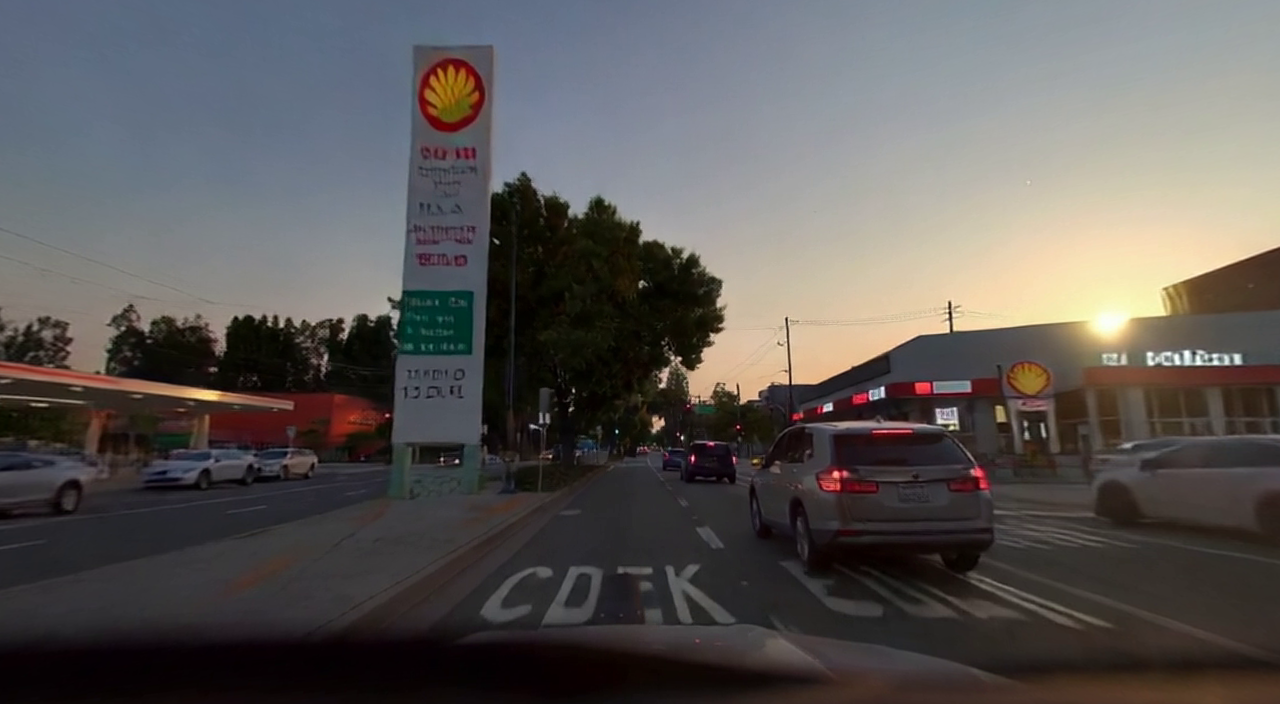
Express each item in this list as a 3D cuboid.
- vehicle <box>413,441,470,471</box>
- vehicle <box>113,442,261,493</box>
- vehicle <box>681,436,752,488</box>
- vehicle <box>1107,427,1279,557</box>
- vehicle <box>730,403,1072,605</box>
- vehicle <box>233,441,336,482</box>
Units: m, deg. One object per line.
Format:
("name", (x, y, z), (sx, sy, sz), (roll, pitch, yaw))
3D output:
("vehicle", (-13.437, 7.034, 42.908), (2.097, 1.912, 4.828), (0, -8, 2))
("vehicle", (-17.964, 4.559, 25.374), (2.129, 1.843, 5.067), (0, -8, 1))
("vehicle", (2.665, 3.948, 22.948), (1.999, 1.679, 4.217), (0, -8, -1))
("vehicle", (9.831, 2.034, 9.324), (2.065, 1.767, 4.844), (0, -8, 0))
("vehicle", (2.587, 1.661, 7.888), (2.183, 1.720, 4.842), (0, -8, 0))
("vehicle", (-17.825, 5.487, 31.927), (2.263, 1.887, 5.170), (0, -8, -1))
